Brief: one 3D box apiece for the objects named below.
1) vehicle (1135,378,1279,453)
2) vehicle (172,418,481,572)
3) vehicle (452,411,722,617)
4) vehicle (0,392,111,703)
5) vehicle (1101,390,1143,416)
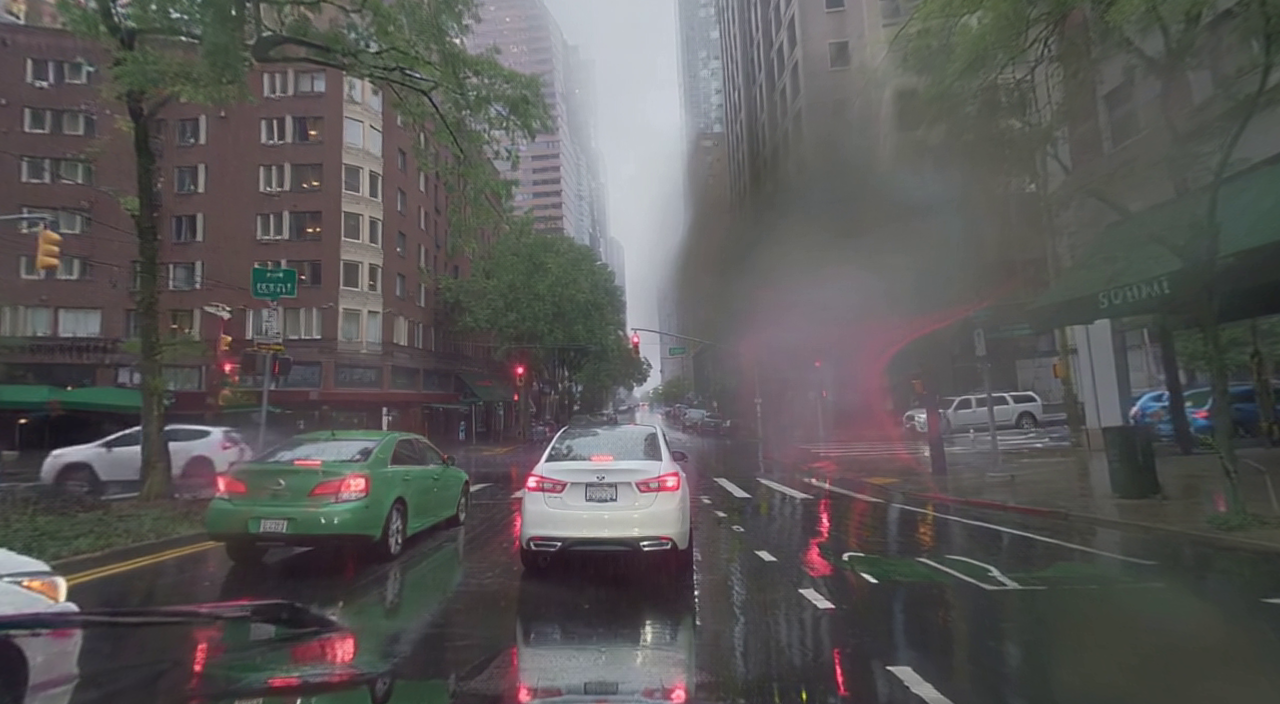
[{"bbox_3d":[21.629,2.356,22.876,5.863,2.493,2.354,2,-9,-12],"label":"vehicle"},{"bbox_3d":[-3.685,1.749,8.518,1.934,1.522,4.287,0,-8,0],"label":"vehicle"},{"bbox_3d":[-0.407,1.497,6.725,1.999,1.520,3.896,0,-8,0],"label":"vehicle"},{"bbox_3d":[-3.903,0.701,1.171,1.995,1.524,4.438,0,-8,0],"label":"vehicle"},{"bbox_3d":[37.316,4.000,49.009,1.958,1.667,4.392,-5,-10,30],"label":"vehicle"}]
